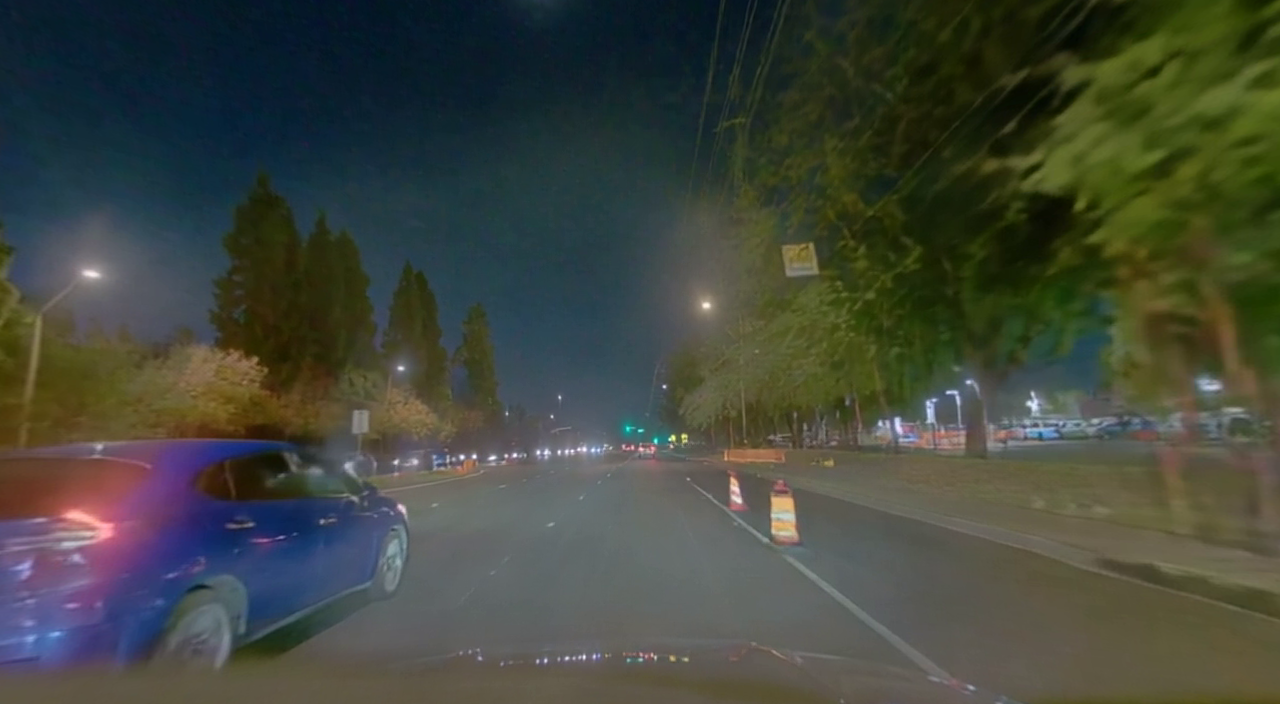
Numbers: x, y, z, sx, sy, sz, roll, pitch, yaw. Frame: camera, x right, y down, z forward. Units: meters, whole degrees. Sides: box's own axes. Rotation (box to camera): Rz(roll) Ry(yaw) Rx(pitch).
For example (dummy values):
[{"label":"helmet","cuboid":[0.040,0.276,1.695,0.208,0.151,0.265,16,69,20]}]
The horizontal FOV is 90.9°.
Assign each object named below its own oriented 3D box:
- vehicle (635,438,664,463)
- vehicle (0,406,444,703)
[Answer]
[{"label":"vehicle","cuboid":[0.713,7.535,48.283,2.060,1.845,4.151,0,-9,0]},{"label":"vehicle","cuboid":[-3.082,1.213,3.964,2.087,1.480,4.825,0,-9,1]}]
